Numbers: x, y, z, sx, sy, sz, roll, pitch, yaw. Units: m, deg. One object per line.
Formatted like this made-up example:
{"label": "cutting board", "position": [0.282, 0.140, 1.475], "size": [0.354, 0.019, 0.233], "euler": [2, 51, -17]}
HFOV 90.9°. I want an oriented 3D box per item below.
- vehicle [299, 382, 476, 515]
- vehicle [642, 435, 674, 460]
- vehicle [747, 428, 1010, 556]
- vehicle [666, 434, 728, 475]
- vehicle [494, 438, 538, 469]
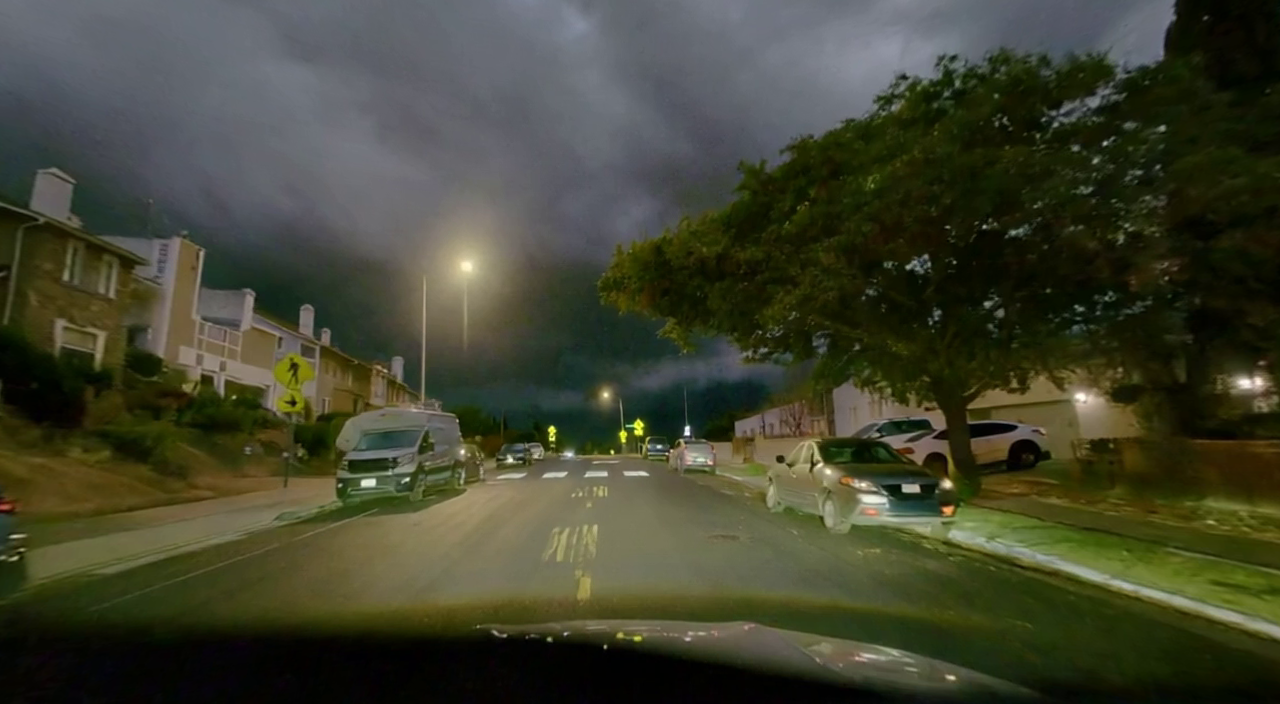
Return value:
{"label": "vehicle", "position": [-5.964, 2.369, 15.977], "size": [2.270, 2.706, 5.871], "euler": [1, -8, -3]}
{"label": "vehicle", "position": [1.213, 6.827, 45.237], "size": [1.997, 1.663, 4.544], "euler": [0, -8, -2]}
{"label": "vehicle", "position": [3.282, 1.978, 9.886], "size": [1.972, 1.492, 4.506], "euler": [0, -8, -6]}
{"label": "vehicle", "position": [2.318, 4.286, 26.824], "size": [1.875, 1.568, 4.899], "euler": [0, -8, -3]}
{"label": "vehicle", "position": [-7.125, 5.863, 36.783], "size": [1.972, 1.502, 5.530], "euler": [1, -7, -5]}
